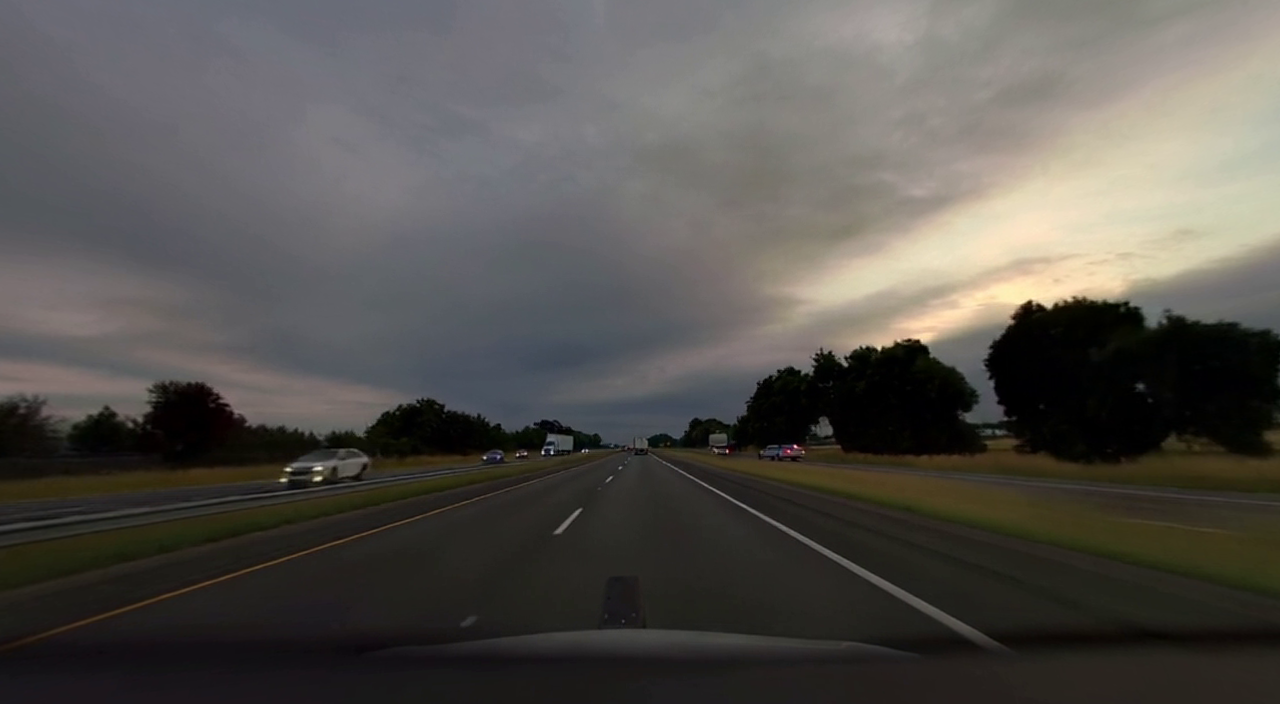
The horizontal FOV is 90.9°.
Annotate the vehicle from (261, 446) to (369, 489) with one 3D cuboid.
[{"bbox_3d":[-12.339,4.384,24.282,1.895,1.502,4.256,0,-9,0],"label":"vehicle"}]

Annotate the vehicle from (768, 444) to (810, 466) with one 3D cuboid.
[{"bbox_3d":[11.461,8.003,48.898,2.076,1.599,4.528,0,-9,-1],"label":"vehicle"}]
